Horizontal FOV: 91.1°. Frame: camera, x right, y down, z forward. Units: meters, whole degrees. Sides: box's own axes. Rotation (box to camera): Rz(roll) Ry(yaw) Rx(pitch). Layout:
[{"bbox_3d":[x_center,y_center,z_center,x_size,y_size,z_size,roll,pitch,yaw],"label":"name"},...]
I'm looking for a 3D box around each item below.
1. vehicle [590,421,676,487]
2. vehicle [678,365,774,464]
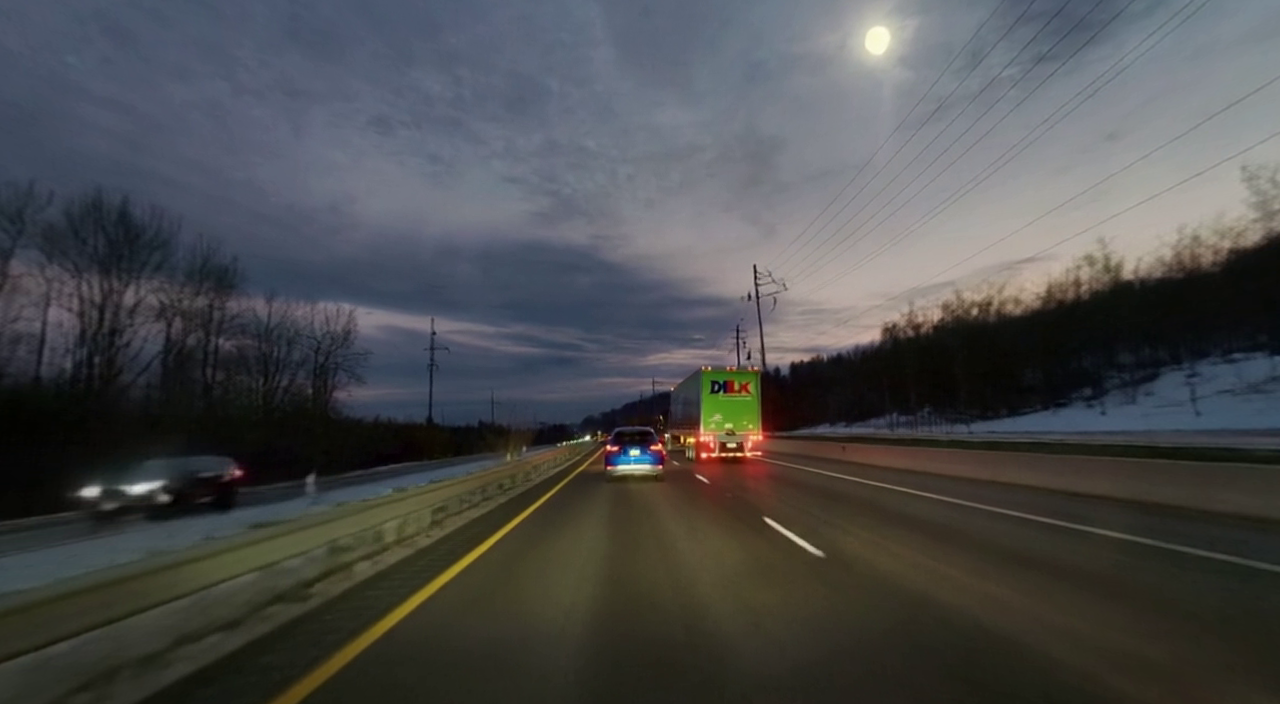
[{"bbox_3d":[-0.219,2.716,17.105,2.062,1.581,3.914,0,-8,-2],"label":"vehicle"},{"bbox_3d":[3.648,3.035,29.238,2.835,3.872,8.916,0,-8,-2],"label":"vehicle"}]
